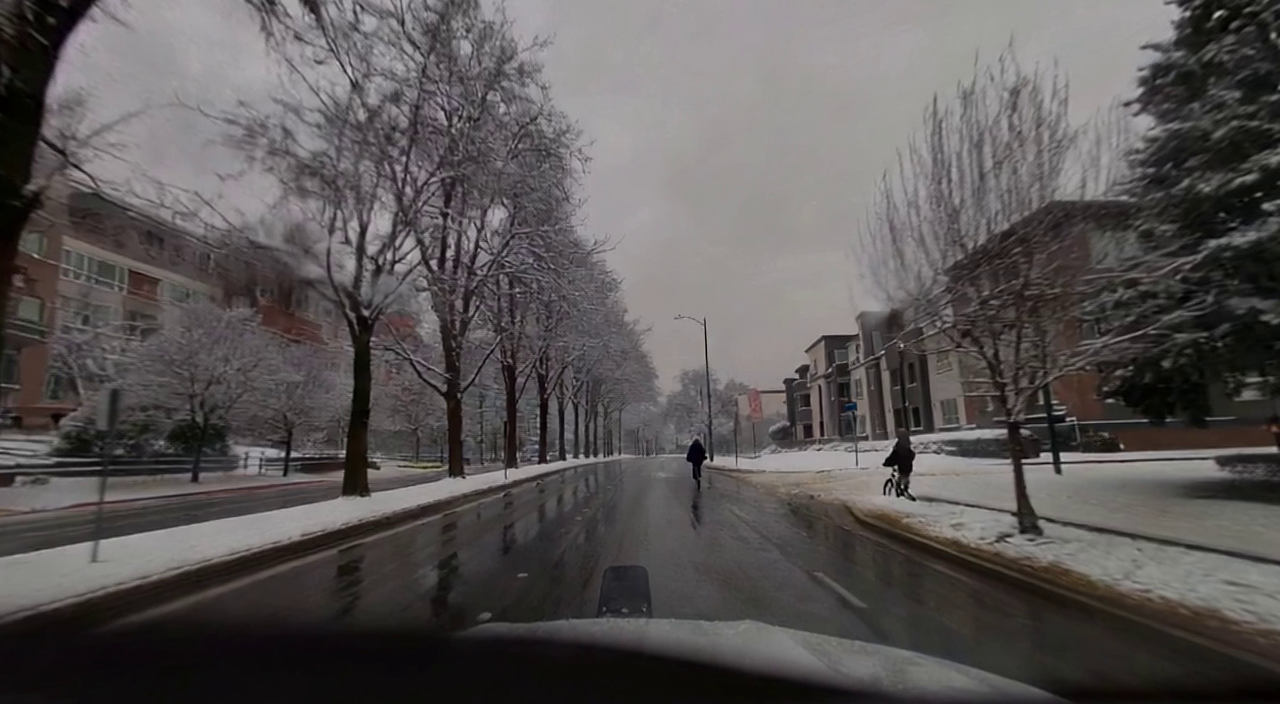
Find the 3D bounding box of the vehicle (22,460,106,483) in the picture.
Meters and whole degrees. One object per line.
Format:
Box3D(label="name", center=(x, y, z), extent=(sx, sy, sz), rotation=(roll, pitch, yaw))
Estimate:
Box3D(label="vehicle", center=(-43.884, 9.122, 48.192), extent=(1.775, 1.558, 4.727), rotation=(-1, -9, 4))
